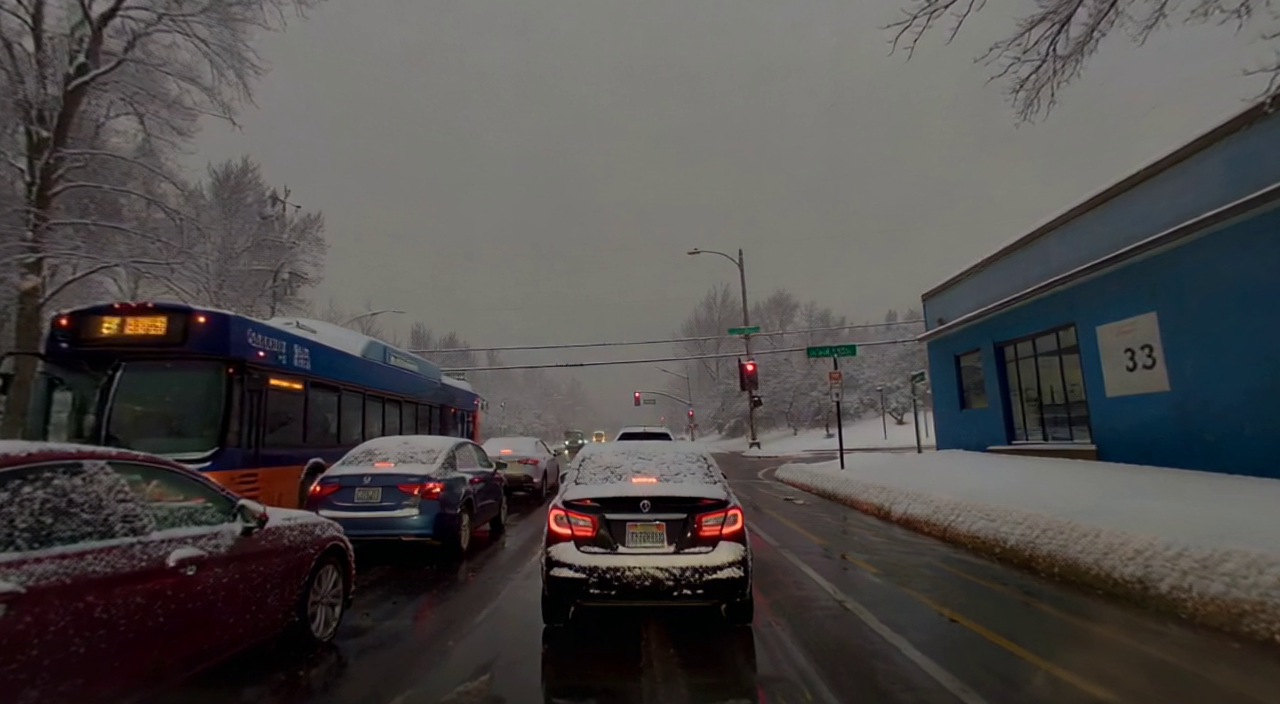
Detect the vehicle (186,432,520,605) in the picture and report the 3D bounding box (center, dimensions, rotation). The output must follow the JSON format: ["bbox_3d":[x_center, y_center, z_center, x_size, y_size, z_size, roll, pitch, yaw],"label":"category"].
[{"bbox_3d":[-2.922,1.772,7.734,1.944,1.481,4.385,0,-8,1],"label":"vehicle"}]

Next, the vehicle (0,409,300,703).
[{"bbox_3d":[-3.169,0.880,1.729,1.867,1.486,4.452,0,-8,2],"label":"vehicle"}]

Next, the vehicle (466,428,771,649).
[{"bbox_3d":[-0.136,1.531,6.172,2.031,1.461,3.763,0,-8,0],"label":"vehicle"}]
